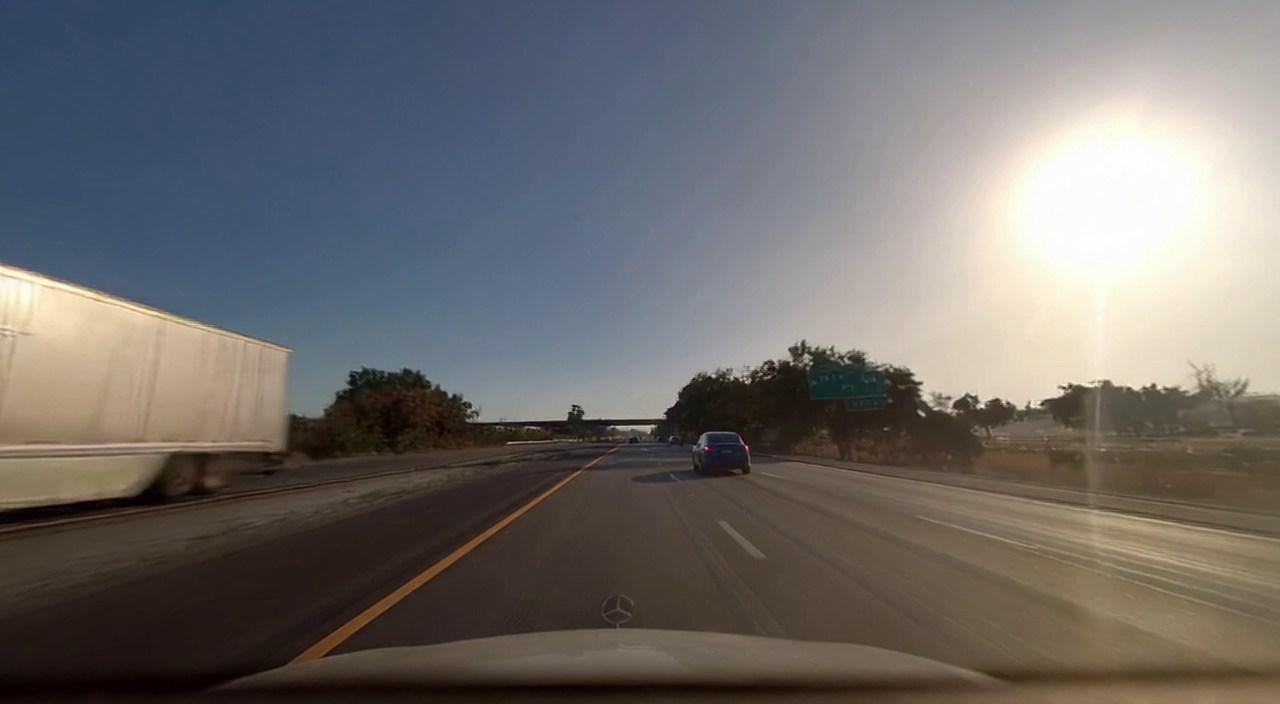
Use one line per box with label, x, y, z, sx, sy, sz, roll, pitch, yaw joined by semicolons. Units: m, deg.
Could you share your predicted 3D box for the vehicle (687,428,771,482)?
vehicle;2.805;3.365;20.892;2.084;1.583;4.420;0;-8;-1
